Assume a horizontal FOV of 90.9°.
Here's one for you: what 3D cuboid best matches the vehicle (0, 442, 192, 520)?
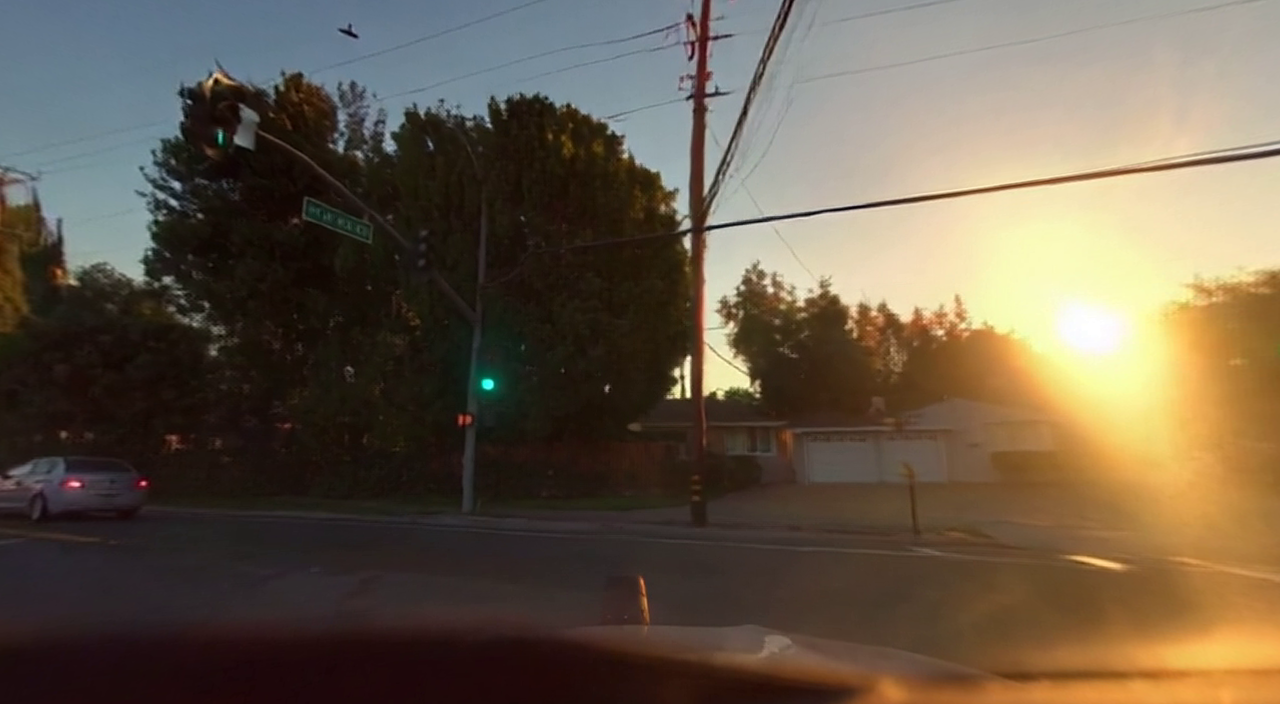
[{"bbox_3d":[-12.610,2.786,14.165,4.512,1.506,2.078,-4,-9,25],"label":"vehicle"}]
